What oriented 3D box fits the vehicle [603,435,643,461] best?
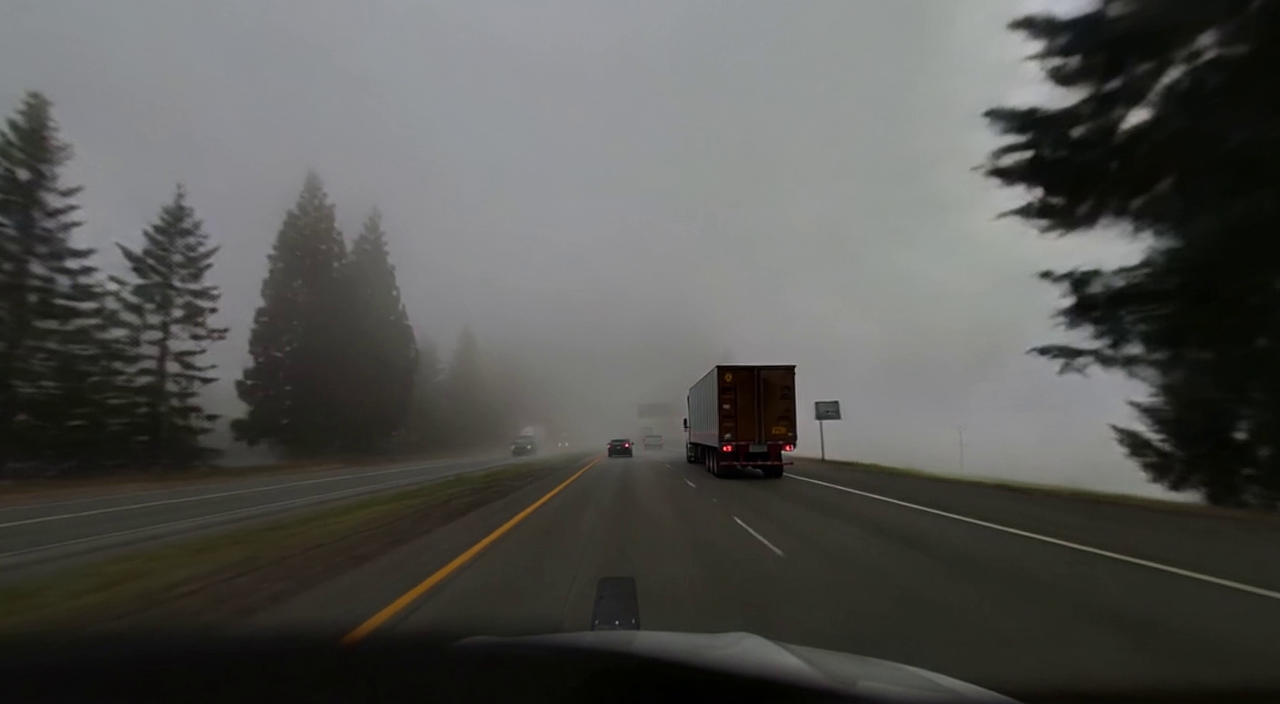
[{"bbox_3d":[-0.994,5.646,37.326,2.259,1.466,3.693,0,-8,-1],"label":"vehicle"}]

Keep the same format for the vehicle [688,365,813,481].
[{"bbox_3d":[3.658,2.678,23.322,2.921,3.526,8.207,0,-8,-1],"label":"vehicle"}]
